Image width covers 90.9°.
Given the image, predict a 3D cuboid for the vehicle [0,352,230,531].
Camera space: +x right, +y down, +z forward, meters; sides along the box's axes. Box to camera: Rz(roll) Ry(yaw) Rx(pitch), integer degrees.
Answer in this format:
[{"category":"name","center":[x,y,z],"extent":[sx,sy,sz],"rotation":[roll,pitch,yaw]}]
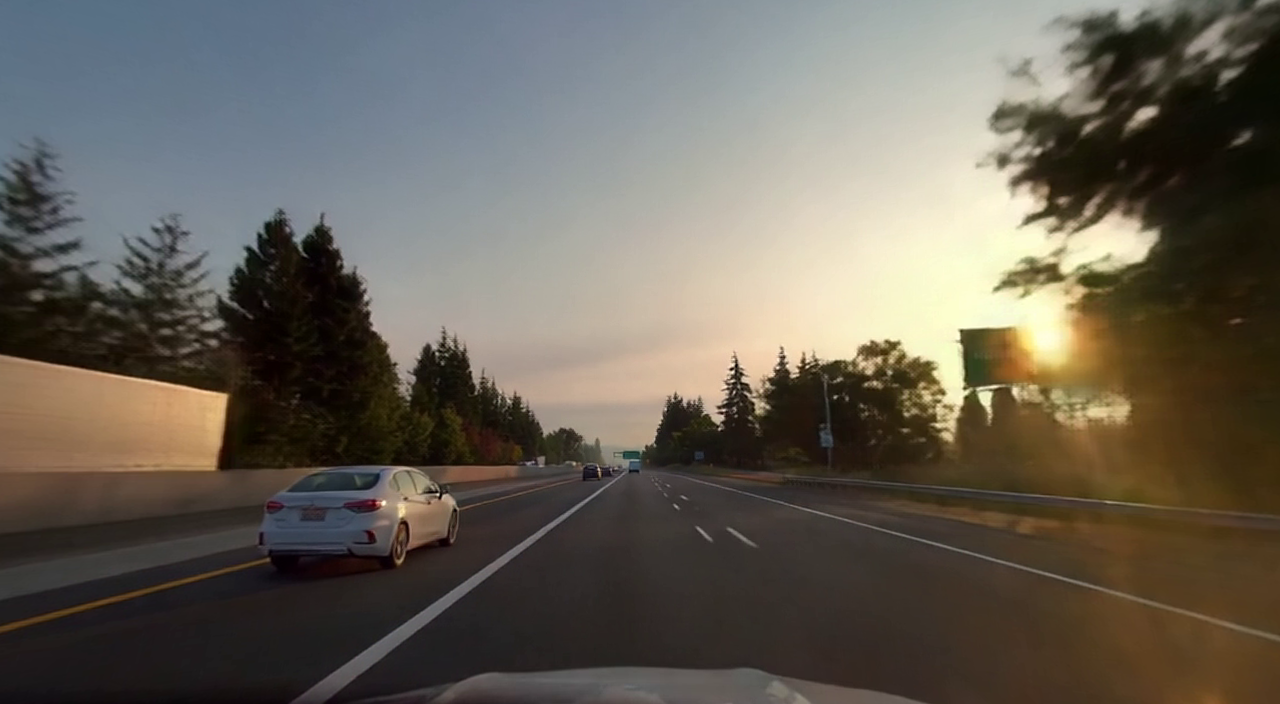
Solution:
[{"category":"vehicle","center":[-16.244,2.171,15.153],"extent":[3.270,4.015,14.199],"rotation":[1,-11,0]}]

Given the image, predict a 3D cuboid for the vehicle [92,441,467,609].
[{"category":"vehicle","center":[-3.814,1.956,7.875],"extent":[1.998,1.427,4.462],"rotation":[1,-11,0]}]
